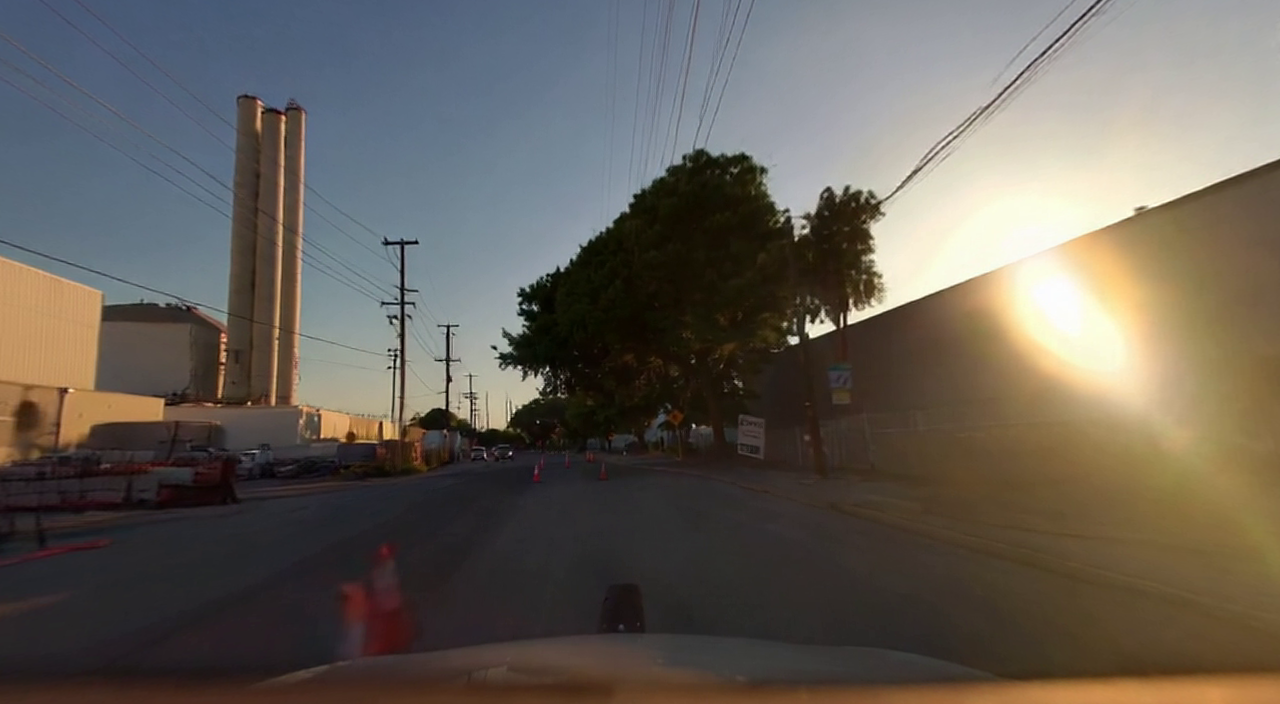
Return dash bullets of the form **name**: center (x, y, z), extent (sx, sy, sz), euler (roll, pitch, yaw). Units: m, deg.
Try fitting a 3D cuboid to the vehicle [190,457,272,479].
- **vehicle**: center (-27.852, 7.902, 43.108), extent (4.184, 1.411, 1.855), euler (1, -9, -7)
